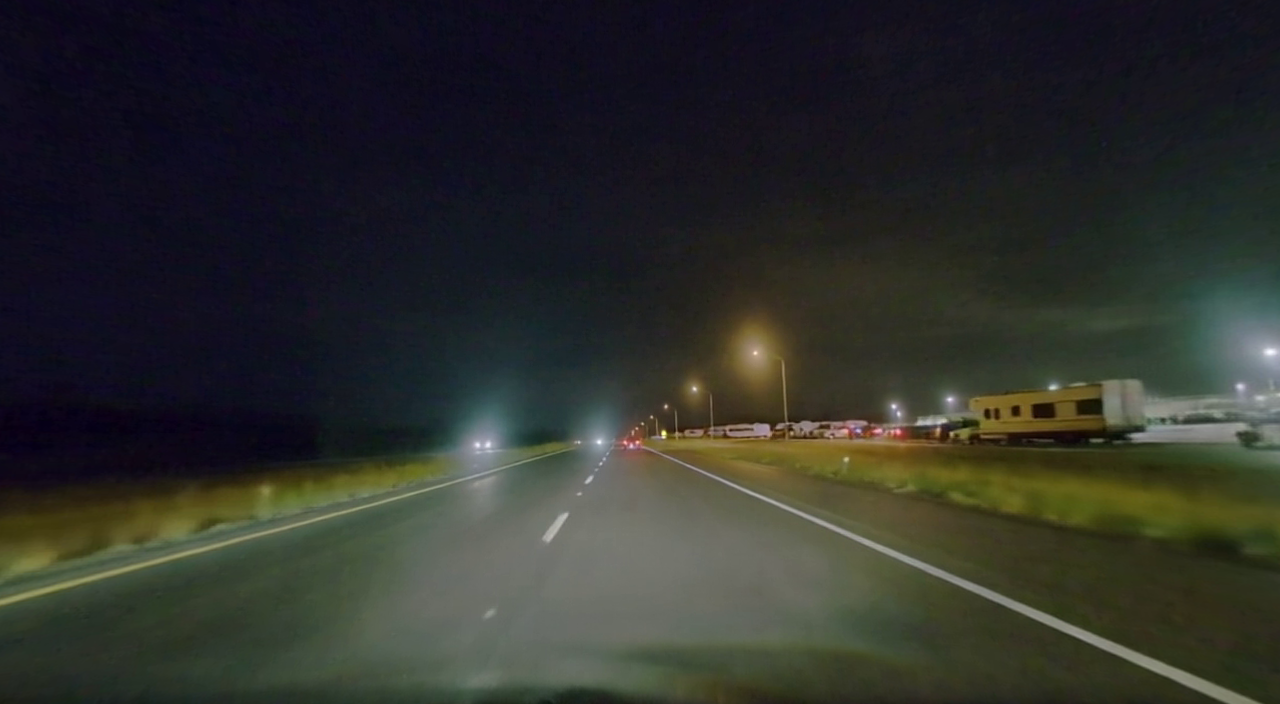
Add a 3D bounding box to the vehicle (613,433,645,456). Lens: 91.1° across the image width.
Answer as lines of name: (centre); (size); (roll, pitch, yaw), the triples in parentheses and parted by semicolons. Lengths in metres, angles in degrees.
vehicle: (-0.810, 6.385, 43.429); (2.037, 1.504, 4.248); (0, -8, -3)
